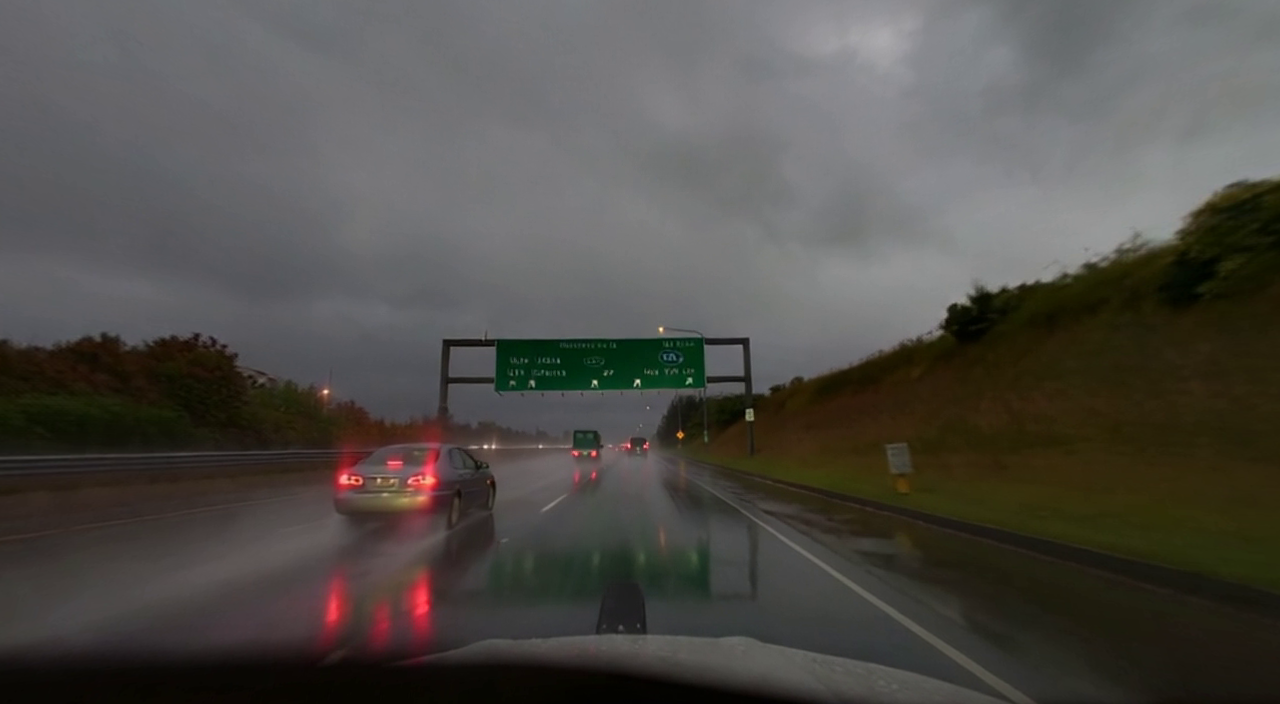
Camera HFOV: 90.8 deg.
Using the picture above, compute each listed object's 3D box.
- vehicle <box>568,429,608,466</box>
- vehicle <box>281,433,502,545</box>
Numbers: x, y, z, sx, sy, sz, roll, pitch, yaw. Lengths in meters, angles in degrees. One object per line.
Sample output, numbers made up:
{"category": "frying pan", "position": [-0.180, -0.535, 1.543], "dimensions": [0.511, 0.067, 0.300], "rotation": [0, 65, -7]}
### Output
{"category": "vehicle", "position": [-3.649, 6.854, 45.132], "dimensions": [2.290, 2.453, 5.561], "rotation": [0, -9, 1]}
{"category": "vehicle", "position": [-3.662, 2.086, 10.198], "dimensions": [1.924, 1.436, 3.915], "rotation": [0, -9, 1]}
